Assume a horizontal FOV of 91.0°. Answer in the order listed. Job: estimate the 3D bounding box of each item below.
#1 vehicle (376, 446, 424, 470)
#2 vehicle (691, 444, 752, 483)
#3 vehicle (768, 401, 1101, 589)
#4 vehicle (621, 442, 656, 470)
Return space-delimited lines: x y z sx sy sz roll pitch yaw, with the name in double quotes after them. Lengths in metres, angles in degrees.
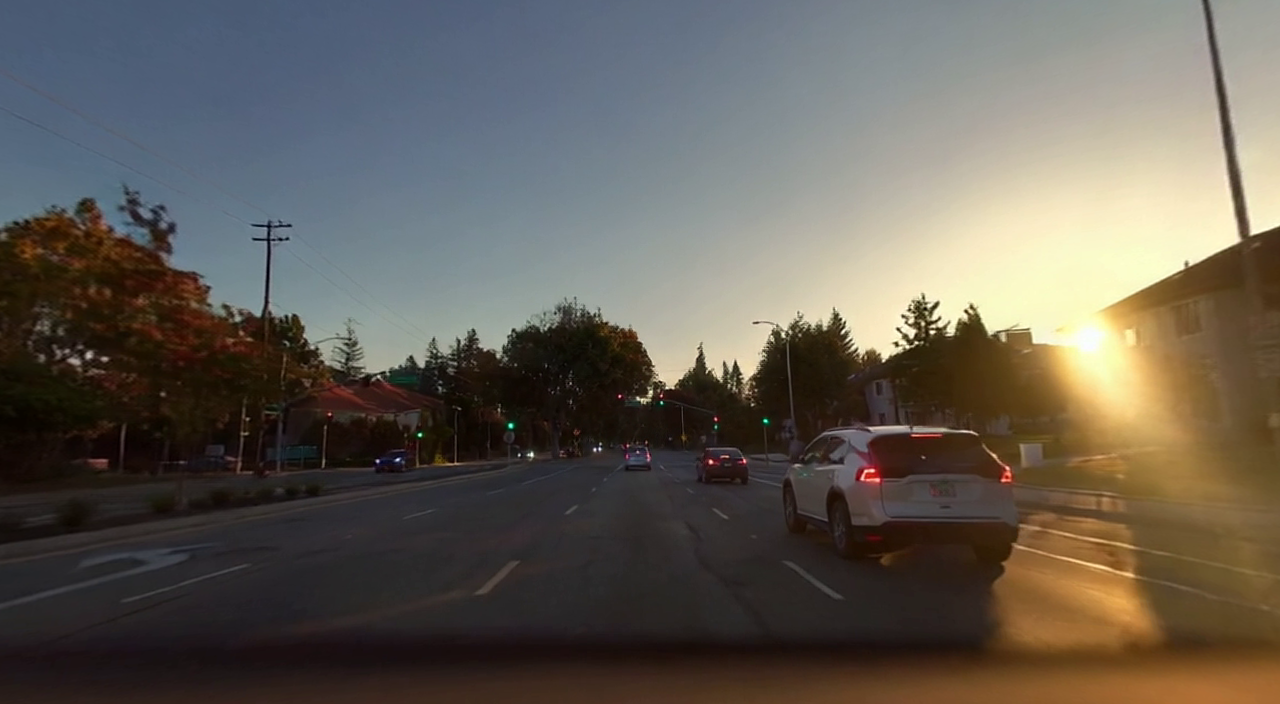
-18.809 8.334 49.590 2.071 1.746 4.444 0 -9 -1 "vehicle"
3.194 4.443 25.382 1.889 1.451 4.180 0 -9 0 "vehicle"
3.265 1.703 8.334 2.129 1.761 4.610 0 -9 0 "vehicle"
-0.129 6.755 40.974 2.146 1.685 4.003 0 -9 -1 "vehicle"
